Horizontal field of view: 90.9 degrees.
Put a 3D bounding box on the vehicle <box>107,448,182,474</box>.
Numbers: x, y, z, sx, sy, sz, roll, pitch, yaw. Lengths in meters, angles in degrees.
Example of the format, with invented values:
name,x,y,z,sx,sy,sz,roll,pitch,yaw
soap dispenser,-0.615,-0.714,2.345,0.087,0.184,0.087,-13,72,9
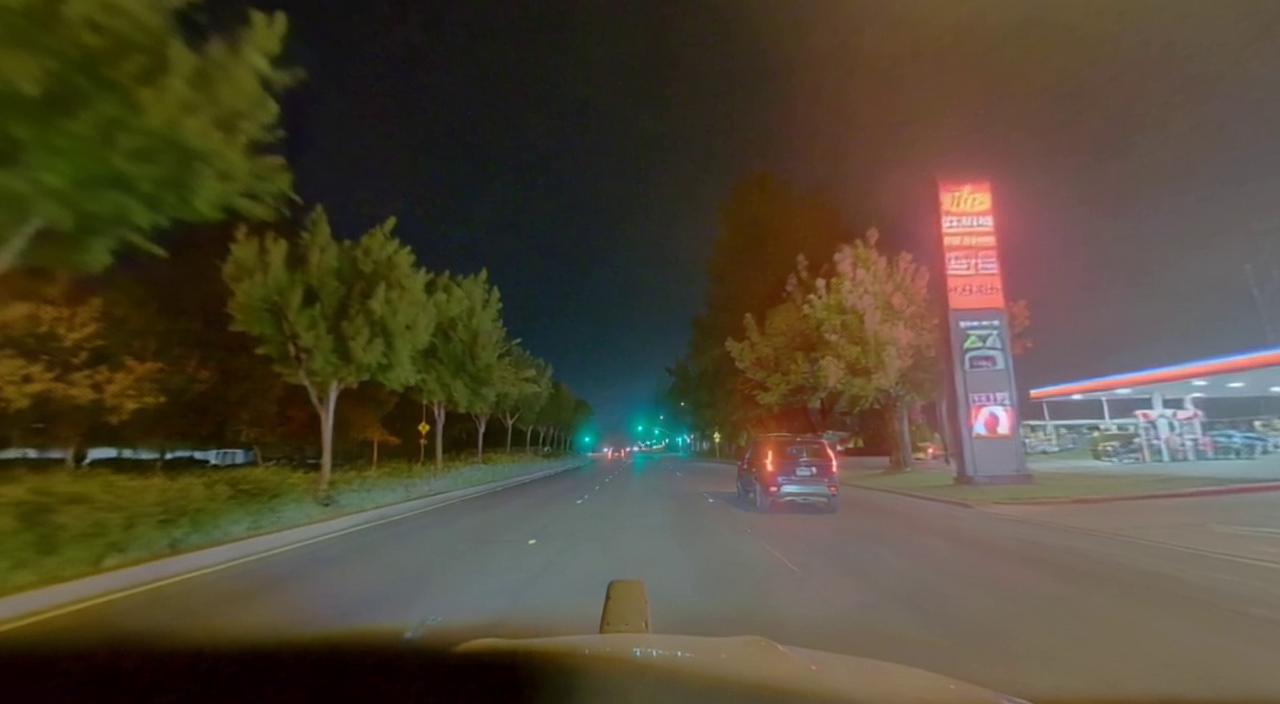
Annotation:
name,x,y,z,sx,sy,sz,roll,pitch,yaw
vehicle,-32.118,7.064,40.896,3.472,1.423,1.760,-4,-8,1

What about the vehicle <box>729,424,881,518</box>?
name,x,y,z,sx,sy,sz,roll,pitch,yaw
vehicle,3.489,2.640,14.486,2.151,1.771,4.792,0,-9,-1

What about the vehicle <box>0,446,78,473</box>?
name,x,y,z,sx,sy,sz,roll,pitch,yaw
vehicle,-32.072,5.596,32.930,3.666,1.365,1.853,0,-8,2
